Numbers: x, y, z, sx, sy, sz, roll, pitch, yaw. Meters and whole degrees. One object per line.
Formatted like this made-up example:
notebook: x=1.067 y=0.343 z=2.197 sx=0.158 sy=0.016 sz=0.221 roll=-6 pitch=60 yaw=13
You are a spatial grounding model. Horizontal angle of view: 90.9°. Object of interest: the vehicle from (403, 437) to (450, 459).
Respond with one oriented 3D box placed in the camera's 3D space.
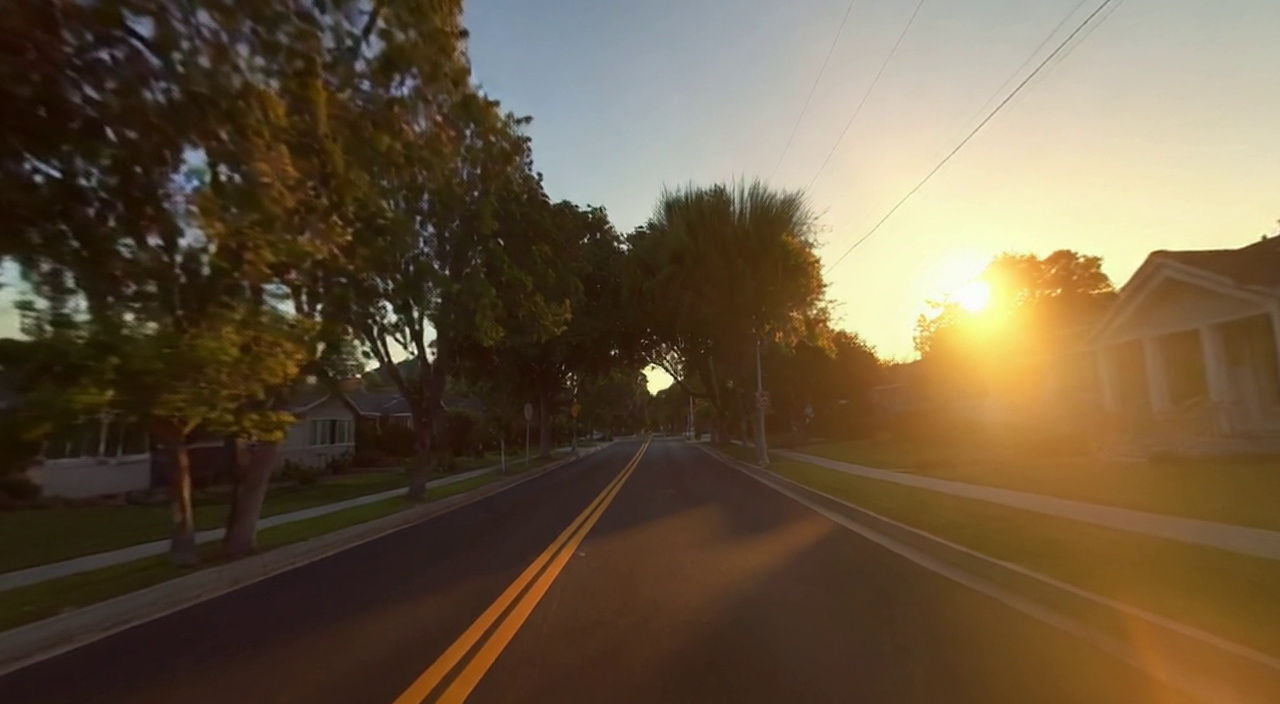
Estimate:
vehicle: x=-16.105 y=7.258 z=47.782 sx=1.903 sy=1.500 sz=4.214 roll=-3 pitch=-8 yaw=3
